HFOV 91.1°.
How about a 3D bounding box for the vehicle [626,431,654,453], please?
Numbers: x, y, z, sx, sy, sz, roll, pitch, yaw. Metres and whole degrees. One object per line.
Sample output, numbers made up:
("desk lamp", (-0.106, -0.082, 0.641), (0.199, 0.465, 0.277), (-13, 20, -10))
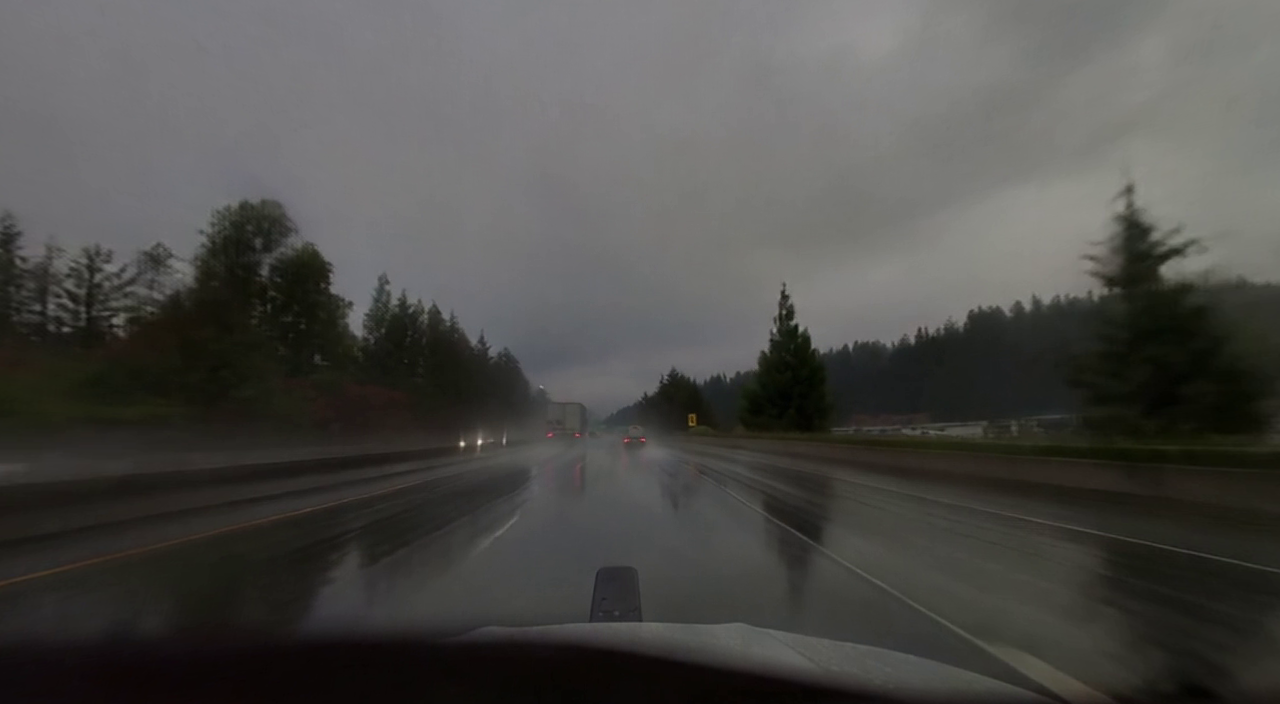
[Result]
("vehicle", (-0.049, 6.576, 46.054), (1.988, 1.472, 3.716), (0, -8, -1))

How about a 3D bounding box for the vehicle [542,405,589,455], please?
("vehicle", (-4.853, 5.269, 42.232), (2.450, 3.098, 6.965), (0, -8, -1))
